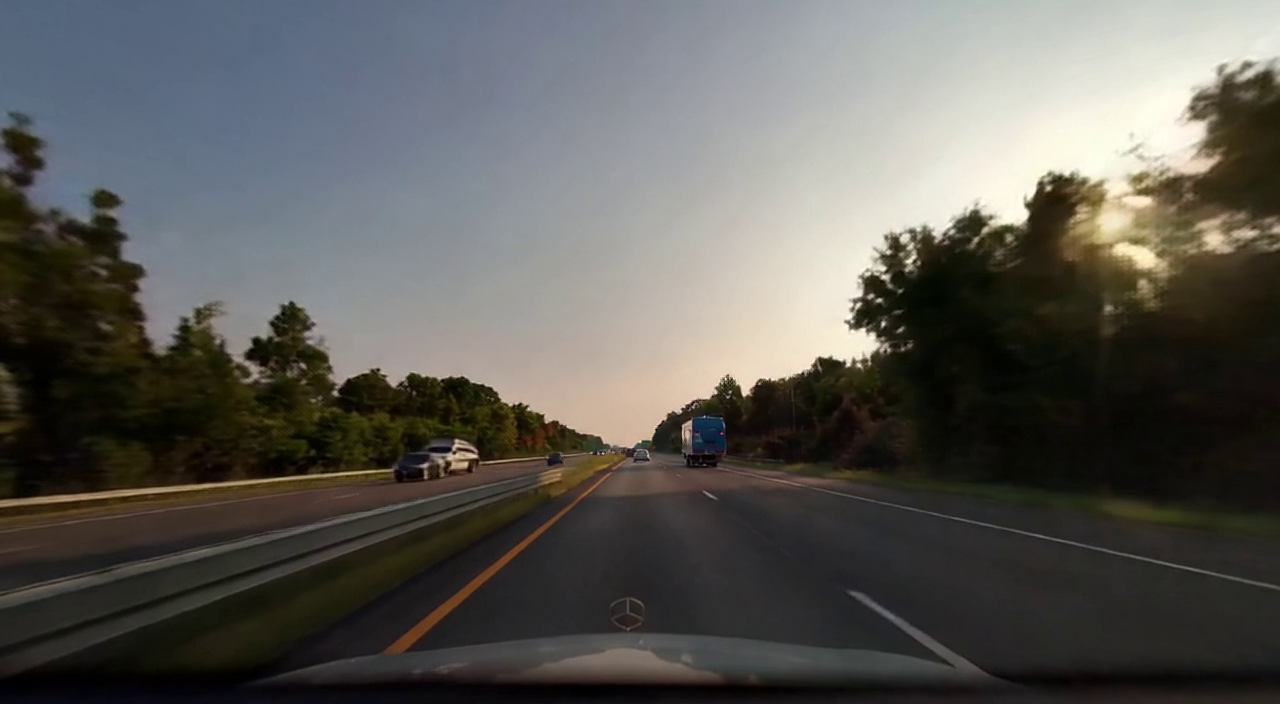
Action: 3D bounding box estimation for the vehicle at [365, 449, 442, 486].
[{"bbox_3d":[-12.413,6.061,33.436,2.232,1.817,4.723,0,-9,0],"label":"vehicle"}]

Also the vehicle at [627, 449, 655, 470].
[{"bbox_3d":[0.057,7.569,44.521,1.926,1.386,3.615,0,-9,0],"label":"vehicle"}]

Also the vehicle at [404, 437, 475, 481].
[{"bbox_3d":[-12.428,6.662,39.519,2.485,2.534,5.320,0,-9,2],"label":"vehicle"}]
